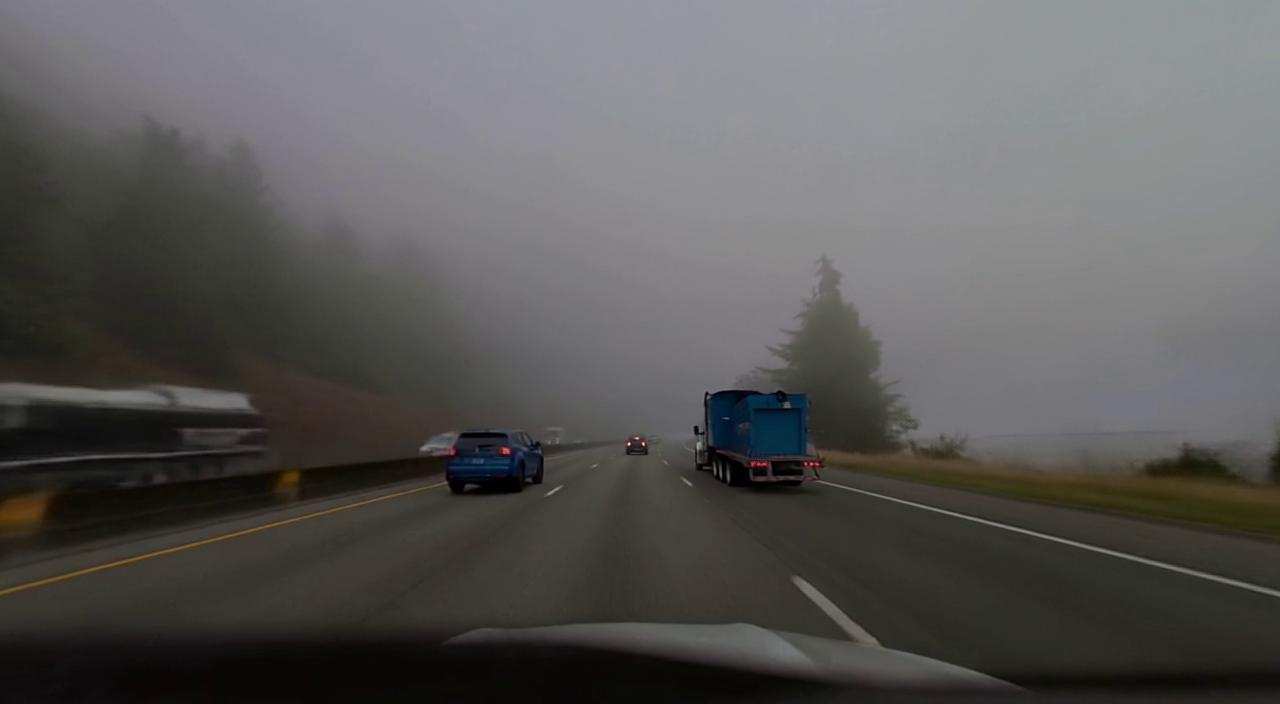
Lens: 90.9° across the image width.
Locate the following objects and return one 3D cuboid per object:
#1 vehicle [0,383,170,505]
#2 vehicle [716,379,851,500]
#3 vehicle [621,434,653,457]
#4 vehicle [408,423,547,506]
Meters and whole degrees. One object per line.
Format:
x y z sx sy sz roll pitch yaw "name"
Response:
-14.364 2.070 14.225 2.279 2.504 6.738 0 -8 0 "vehicle"
3.298 2.127 15.482 2.256 2.568 4.049 0 -8 -1 "vehicle"
-0.195 6.791 45.908 2.195 1.529 4.572 0 -8 1 "vehicle"
-3.428 2.440 14.220 2.008 1.588 4.147 0 -8 0 "vehicle"
